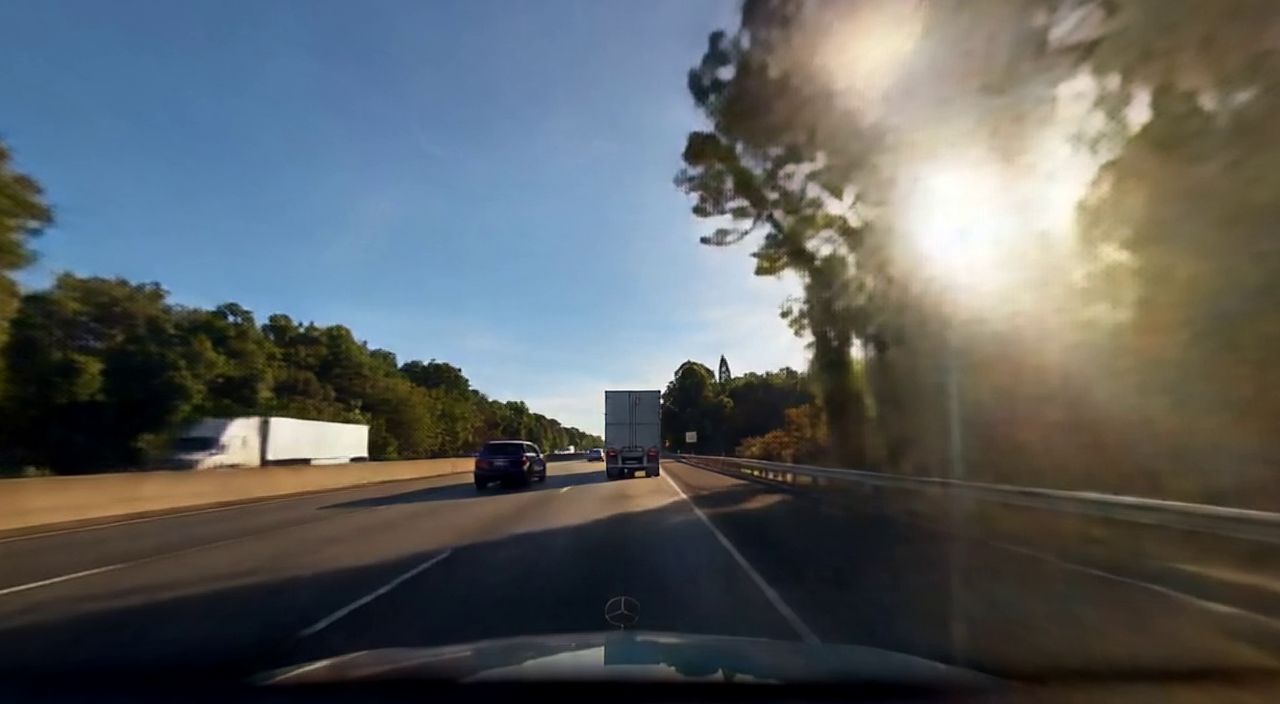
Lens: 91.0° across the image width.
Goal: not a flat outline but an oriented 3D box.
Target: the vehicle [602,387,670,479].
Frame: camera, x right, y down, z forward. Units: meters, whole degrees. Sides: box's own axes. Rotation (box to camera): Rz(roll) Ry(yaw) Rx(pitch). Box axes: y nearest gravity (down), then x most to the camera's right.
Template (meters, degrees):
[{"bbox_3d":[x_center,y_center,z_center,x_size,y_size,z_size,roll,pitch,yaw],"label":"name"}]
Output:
[{"bbox_3d":[-0.205,4.487,34.145,3.052,4.132,11.336,0,-9,0],"label":"vehicle"}]

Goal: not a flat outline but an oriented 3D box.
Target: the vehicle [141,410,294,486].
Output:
[{"bbox_3d":[-26.062,6.028,39.690,3.156,4.214,9.008,0,-9,1],"label":"vehicle"}]

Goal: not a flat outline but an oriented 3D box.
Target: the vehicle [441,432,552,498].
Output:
[{"bbox_3d":[-4.347,3.522,20.043,2.285,1.833,4.984,0,-9,1],"label":"vehicle"}]
